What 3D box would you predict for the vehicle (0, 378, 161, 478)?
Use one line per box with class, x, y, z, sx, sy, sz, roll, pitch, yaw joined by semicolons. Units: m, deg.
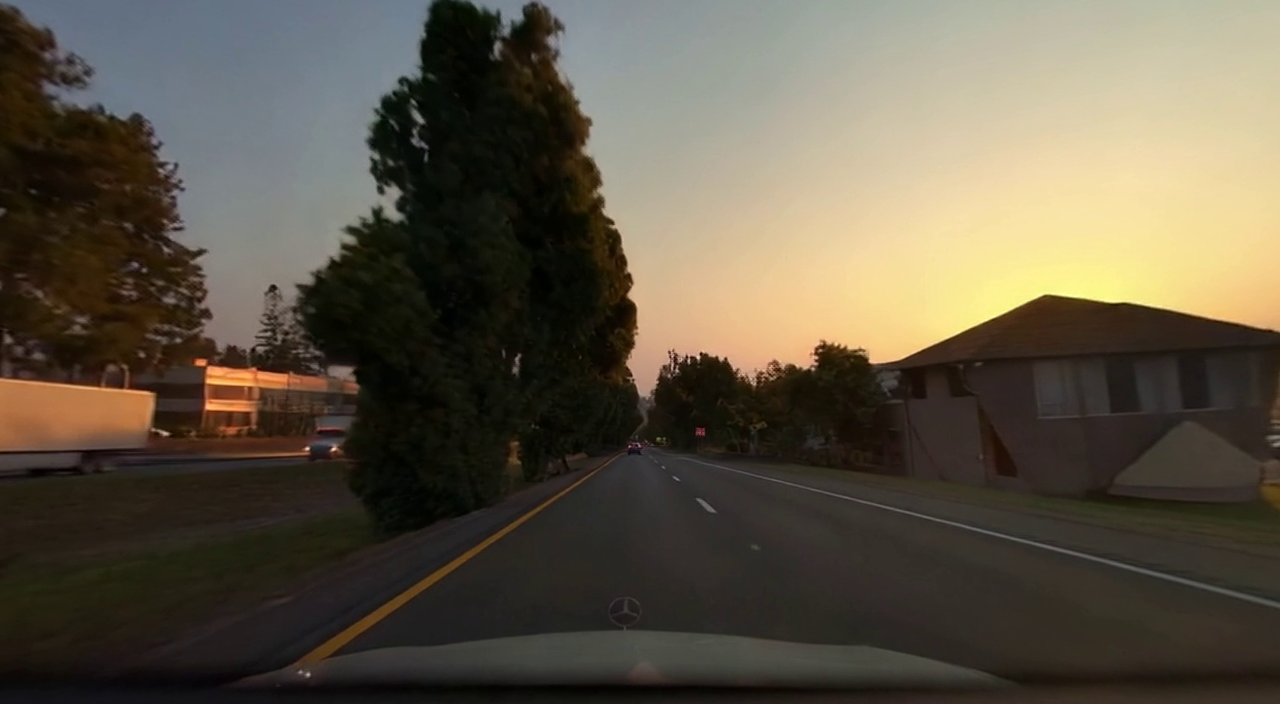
vehicle;-28.661;3.325;27.309;2.920;4.198;16.691;0;-8;0
